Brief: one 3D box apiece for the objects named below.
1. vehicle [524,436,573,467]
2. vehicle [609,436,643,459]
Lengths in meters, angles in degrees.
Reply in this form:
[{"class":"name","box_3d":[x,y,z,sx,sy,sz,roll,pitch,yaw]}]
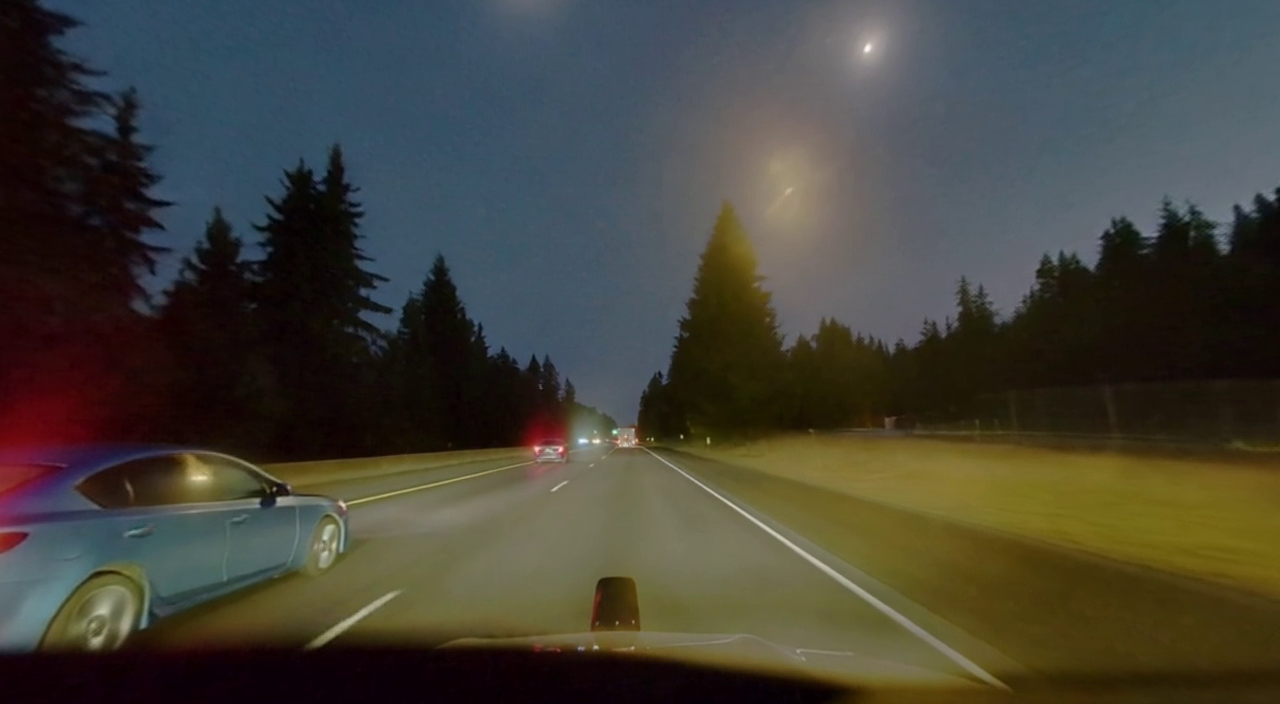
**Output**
[{"class":"vehicle","box_3d":[-4.457,4.866,31.118,1.907,1.445,4.049,0,-8,-1]},{"class":"vehicle","box_3d":[-0.881,6.396,42.402,2.162,1.460,4.242,0,-8,0]}]
